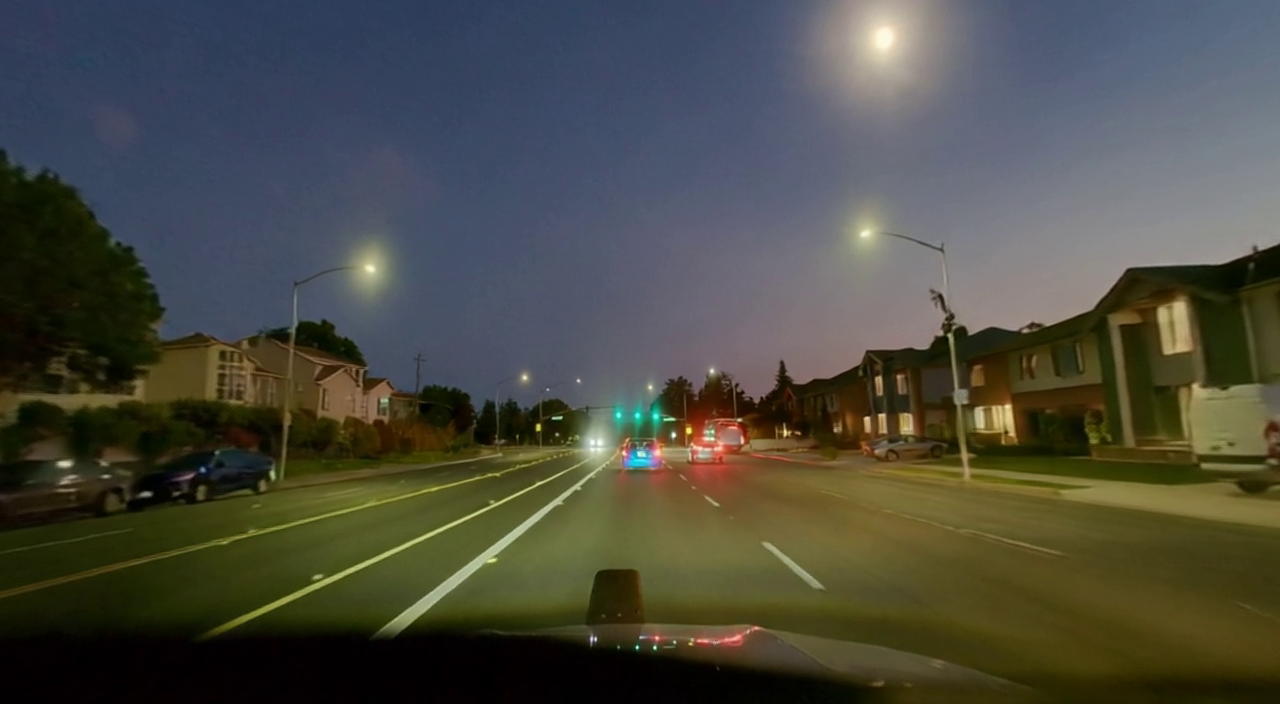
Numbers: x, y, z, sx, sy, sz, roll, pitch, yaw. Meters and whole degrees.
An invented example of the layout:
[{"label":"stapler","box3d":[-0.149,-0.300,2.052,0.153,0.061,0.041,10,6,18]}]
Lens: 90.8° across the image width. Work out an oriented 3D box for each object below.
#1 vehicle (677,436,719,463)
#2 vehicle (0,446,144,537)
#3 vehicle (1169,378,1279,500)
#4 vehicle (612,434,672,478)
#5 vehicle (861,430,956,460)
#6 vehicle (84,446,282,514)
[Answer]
[{"label":"vehicle","box3d":[3.457,5.954,38.771,2.161,1.519,4.568,0,-8,0]},{"label":"vehicle","box3d":[-14.488,3.122,14.519,2.140,1.899,4.900,0,-8,0]},{"label":"vehicle","box3d":[14.961,1.806,13.215,5.696,2.299,2.292,0,-9,-2]},{"label":"vehicle","box3d":[0.029,3.900,23.878,2.093,1.497,4.010,0,-8,-1]},{"label":"vehicle","box3d":[15.172,5.272,35.848,4.456,1.520,1.911,-1,-8,-2]},{"label":"vehicle","box3d":[-14.268,3.960,20.345,2.078,1.833,5.666,0,-8,1]}]
